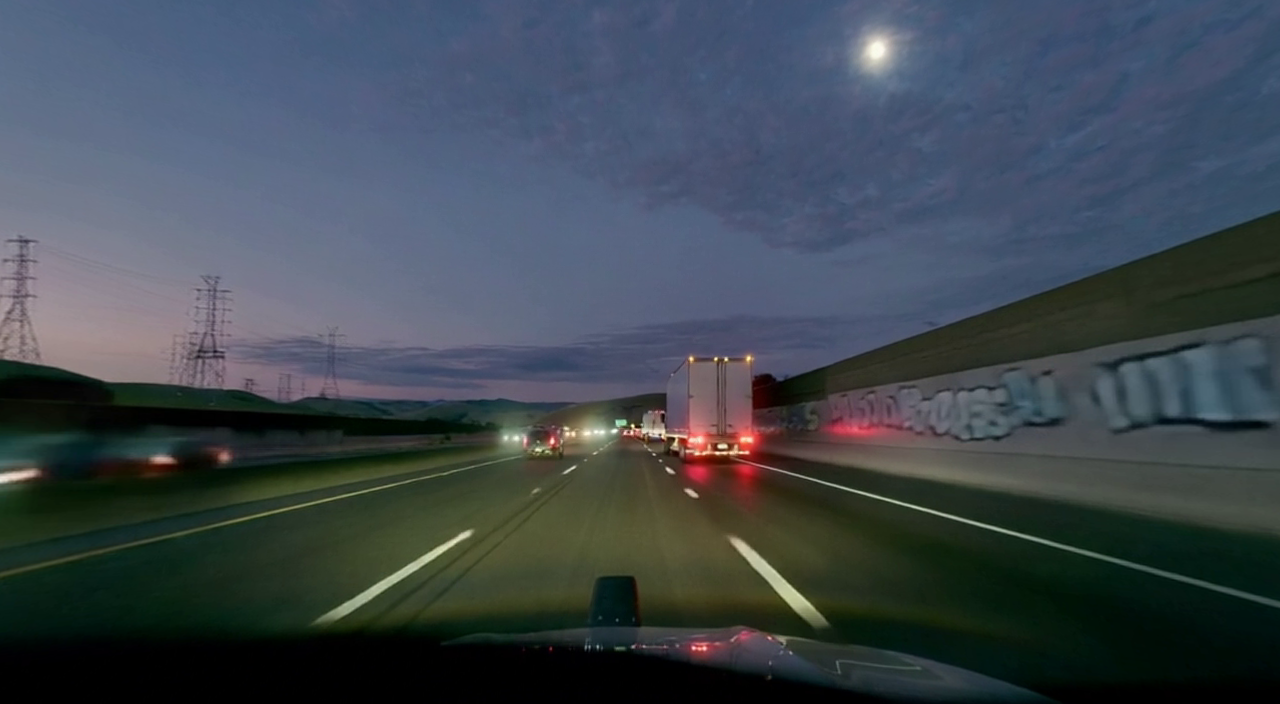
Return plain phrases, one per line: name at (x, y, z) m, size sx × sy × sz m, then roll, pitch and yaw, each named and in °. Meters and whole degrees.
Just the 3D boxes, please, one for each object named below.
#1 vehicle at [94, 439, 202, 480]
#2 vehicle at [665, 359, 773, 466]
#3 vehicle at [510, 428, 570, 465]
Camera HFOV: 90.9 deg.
vehicle at (-19.967, 4.341, 25.765) m, size 1.740 × 1.510 × 3.273 m, roll 0°, pitch -8°, yaw -1°
vehicle at (3.062, 2.922, 28.315) m, size 3.060 × 3.842 × 11.095 m, roll 0°, pitch -8°, yaw -2°
vehicle at (-4.313, 4.125, 27.859) m, size 1.965 × 1.486 × 4.448 m, roll 0°, pitch -8°, yaw 0°
